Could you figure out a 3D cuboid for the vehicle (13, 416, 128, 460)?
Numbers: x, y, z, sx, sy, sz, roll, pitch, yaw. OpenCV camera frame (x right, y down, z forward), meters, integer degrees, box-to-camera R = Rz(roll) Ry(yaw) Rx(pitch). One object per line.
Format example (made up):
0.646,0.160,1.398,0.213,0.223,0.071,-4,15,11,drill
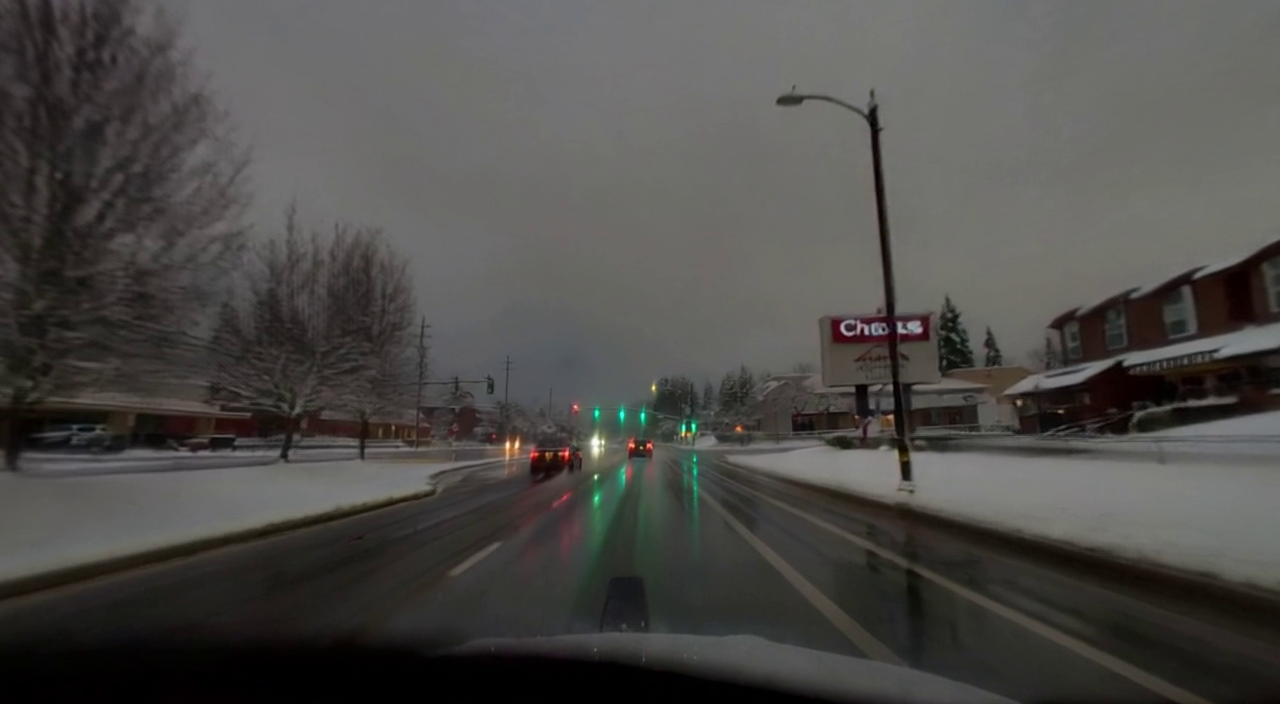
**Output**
-41.659,6.347,46.428,2.303,2.957,6.489,0,-8,0,vehicle

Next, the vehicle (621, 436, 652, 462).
-0.230,7.083,45.981,2.153,1.764,4.047,0,-8,1,vehicle

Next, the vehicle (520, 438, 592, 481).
-3.075,4.032,23.997,2.015,1.470,4.458,0,-8,2,vehicle
